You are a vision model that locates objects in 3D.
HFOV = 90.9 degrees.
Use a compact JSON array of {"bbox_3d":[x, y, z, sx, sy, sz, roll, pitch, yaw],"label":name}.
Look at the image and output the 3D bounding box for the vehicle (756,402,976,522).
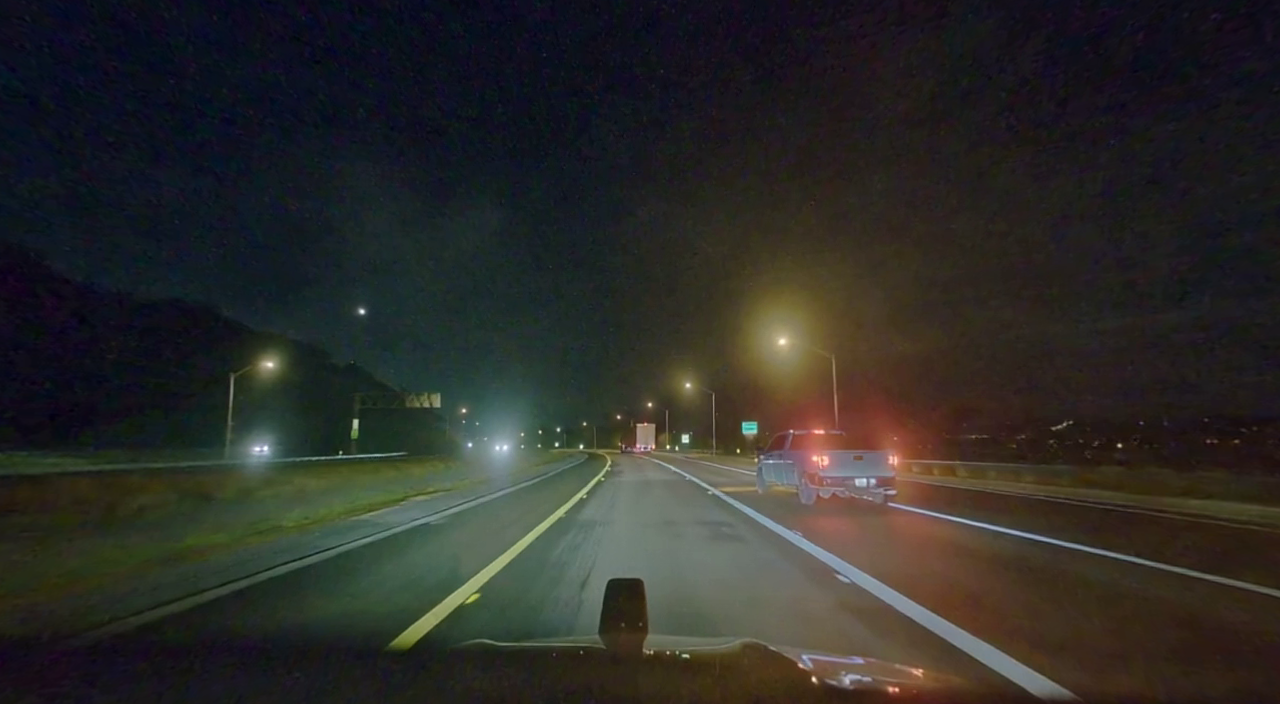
[{"bbox_3d":[4.270,2.216,13.304,2.383,1.959,5.669,0,-8,-2],"label":"vehicle"}]
